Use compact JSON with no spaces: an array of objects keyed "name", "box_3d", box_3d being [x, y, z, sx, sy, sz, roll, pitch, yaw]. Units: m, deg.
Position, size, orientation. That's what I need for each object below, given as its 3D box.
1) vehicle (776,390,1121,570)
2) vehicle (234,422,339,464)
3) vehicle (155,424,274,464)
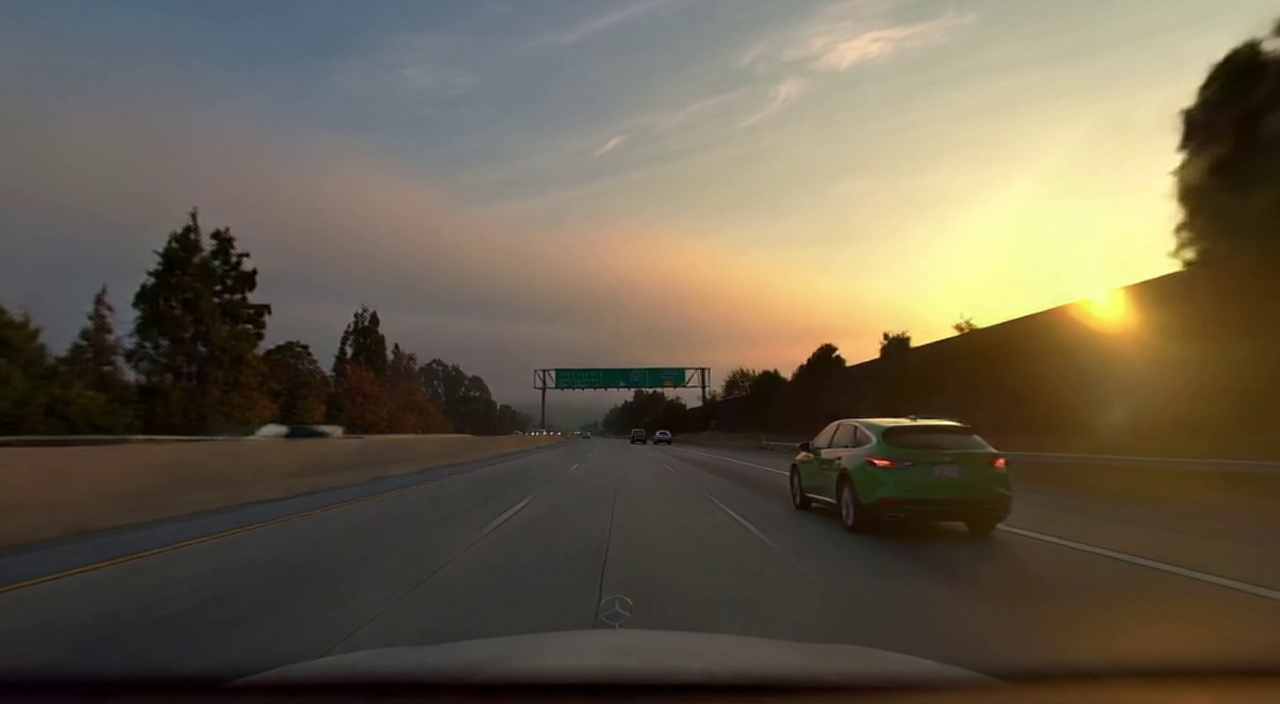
[{"name":"vehicle","box_3d":[3.317,1.479,8.021,2.107,1.642,4.331,0,-8,-1]},{"name":"vehicle","box_3d":[-13.108,3.404,23.646,1.775,1.444,3.824,0,-8,-2]},{"name":"vehicle","box_3d":[-17.079,3.736,25.602,1.862,1.464,4.405,0,-8,-2]}]
